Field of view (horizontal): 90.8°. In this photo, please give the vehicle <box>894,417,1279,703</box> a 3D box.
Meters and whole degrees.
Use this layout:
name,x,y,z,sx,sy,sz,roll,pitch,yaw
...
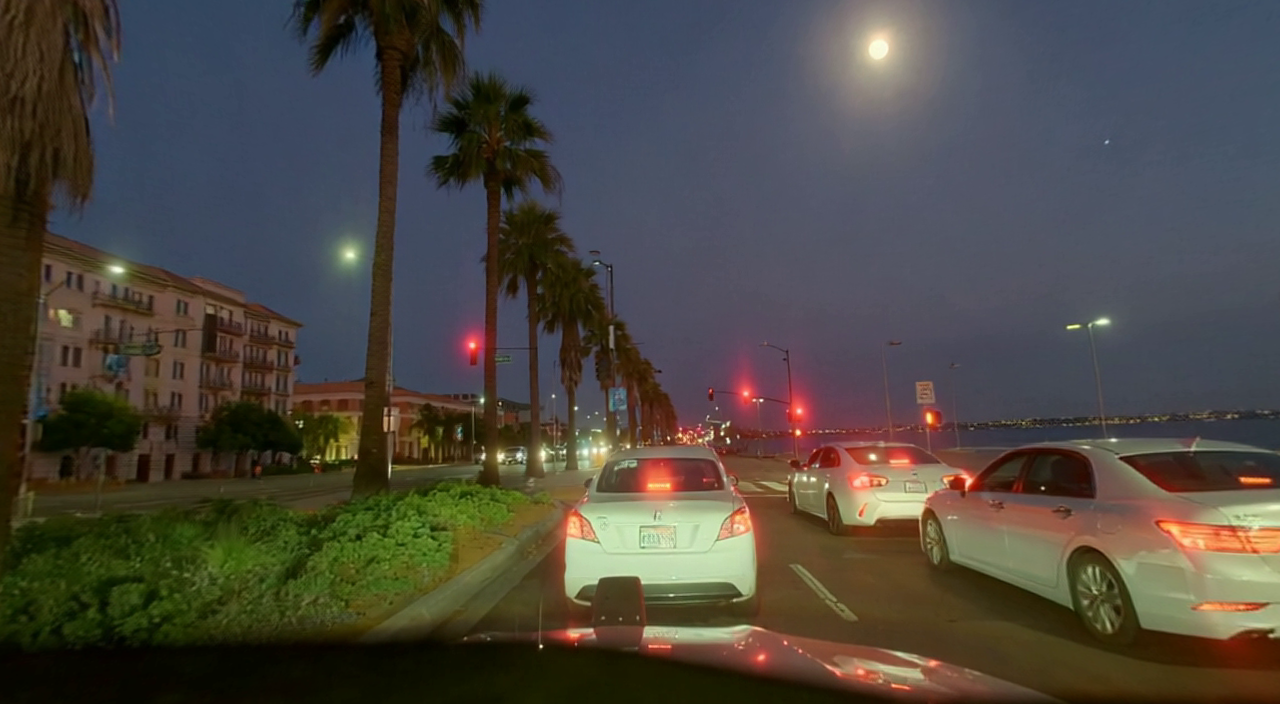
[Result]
name,x,y,z,sx,sy,sz,roll,pitch,yaw
vehicle,3.911,1.363,5.089,1.913,1.469,4.425,0,-9,0

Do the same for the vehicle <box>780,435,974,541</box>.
name,x,y,z,sx,sy,sz,roll,pitch,yaw
vehicle,3.889,2.288,11.321,1.920,1.490,4.417,-1,-9,2

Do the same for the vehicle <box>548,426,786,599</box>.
name,x,y,z,sx,sy,sz,roll,pitch,yaw
vehicle,0.263,1.699,7.484,2.093,1.503,3.681,0,-9,1
